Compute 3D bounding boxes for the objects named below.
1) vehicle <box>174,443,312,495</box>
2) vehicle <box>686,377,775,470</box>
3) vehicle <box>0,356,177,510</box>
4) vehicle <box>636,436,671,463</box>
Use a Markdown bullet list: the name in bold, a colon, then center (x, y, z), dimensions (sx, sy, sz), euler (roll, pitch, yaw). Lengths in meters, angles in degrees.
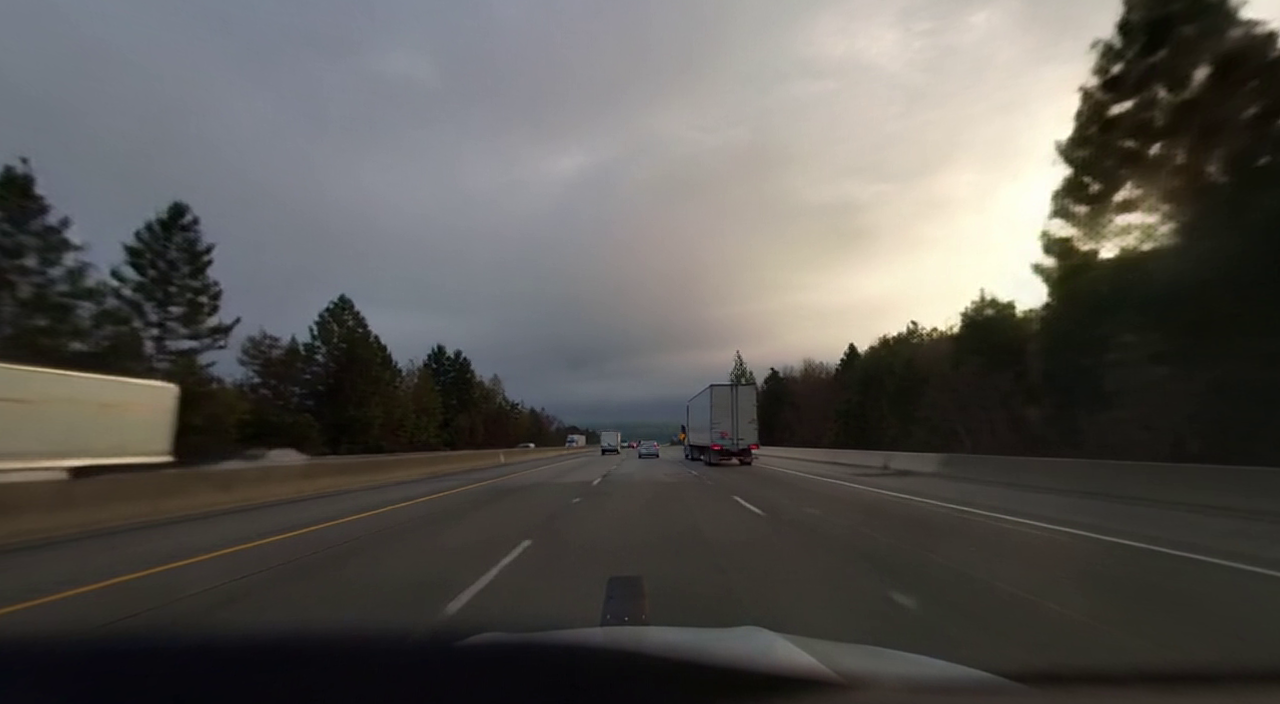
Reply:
- **vehicle**: center (-13.723, 4.026, 22.154), dimensions (1.935, 1.585, 4.549), euler (0, -8, -1)
- **vehicle**: center (4.571, 4.194, 35.443), dimensions (3.005, 4.131, 14.221), euler (0, -8, 0)
- **vehicle**: center (-18.611, 2.586, 19.704), dimensions (2.938, 4.072, 6.513), euler (0, -8, 1)
- **vehicle**: center (0.822, 6.181, 40.040), dimensions (2.139, 1.607, 4.034), euler (0, -8, 0)
